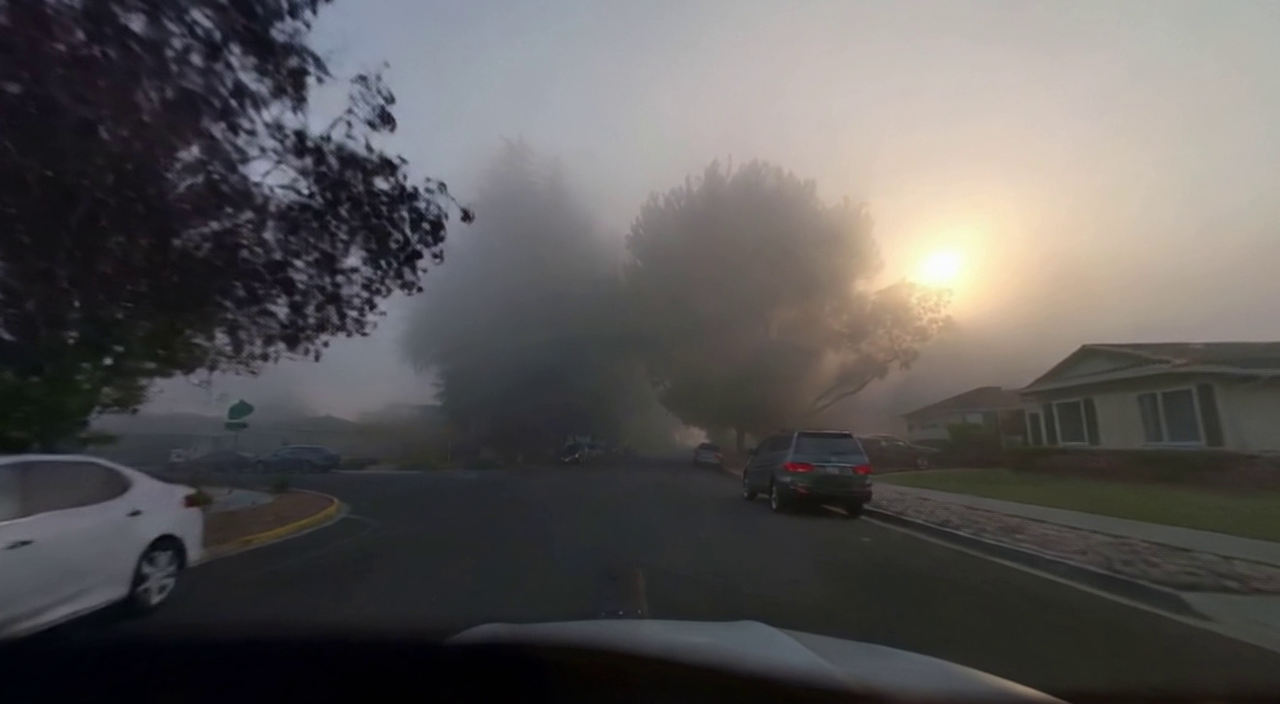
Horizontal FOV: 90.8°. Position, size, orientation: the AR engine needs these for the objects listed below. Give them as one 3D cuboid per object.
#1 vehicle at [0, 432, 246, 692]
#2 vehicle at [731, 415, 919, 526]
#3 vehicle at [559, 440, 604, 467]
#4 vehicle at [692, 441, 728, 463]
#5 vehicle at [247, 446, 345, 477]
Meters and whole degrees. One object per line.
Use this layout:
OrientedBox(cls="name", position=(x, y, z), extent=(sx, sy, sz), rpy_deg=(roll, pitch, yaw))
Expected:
OrientedBox(cls="vehicle", position=(-4.690, 1.256, 3.866), extent=(1.981, 1.463, 4.631), rpy_deg=(0, -7, -6))
OrientedBox(cls="vehicle", position=(3.428, 2.327, 12.968), extent=(2.228, 1.813, 4.901), rpy_deg=(0, -9, -2))
OrientedBox(cls="vehicle", position=(-4.139, 7.254, 45.392), extent=(2.041, 1.762, 4.508), rpy_deg=(-3, -8, 11))
OrientedBox(cls="vehicle", position=(5.594, 7.884, 49.772), extent=(2.075, 1.657, 4.648), rpy_deg=(-2, -9, 15))
OrientedBox(cls="vehicle", position=(-16.722, 5.297, 30.789), extent=(3.734, 1.441, 1.756), rpy_deg=(0, -9, 3))
